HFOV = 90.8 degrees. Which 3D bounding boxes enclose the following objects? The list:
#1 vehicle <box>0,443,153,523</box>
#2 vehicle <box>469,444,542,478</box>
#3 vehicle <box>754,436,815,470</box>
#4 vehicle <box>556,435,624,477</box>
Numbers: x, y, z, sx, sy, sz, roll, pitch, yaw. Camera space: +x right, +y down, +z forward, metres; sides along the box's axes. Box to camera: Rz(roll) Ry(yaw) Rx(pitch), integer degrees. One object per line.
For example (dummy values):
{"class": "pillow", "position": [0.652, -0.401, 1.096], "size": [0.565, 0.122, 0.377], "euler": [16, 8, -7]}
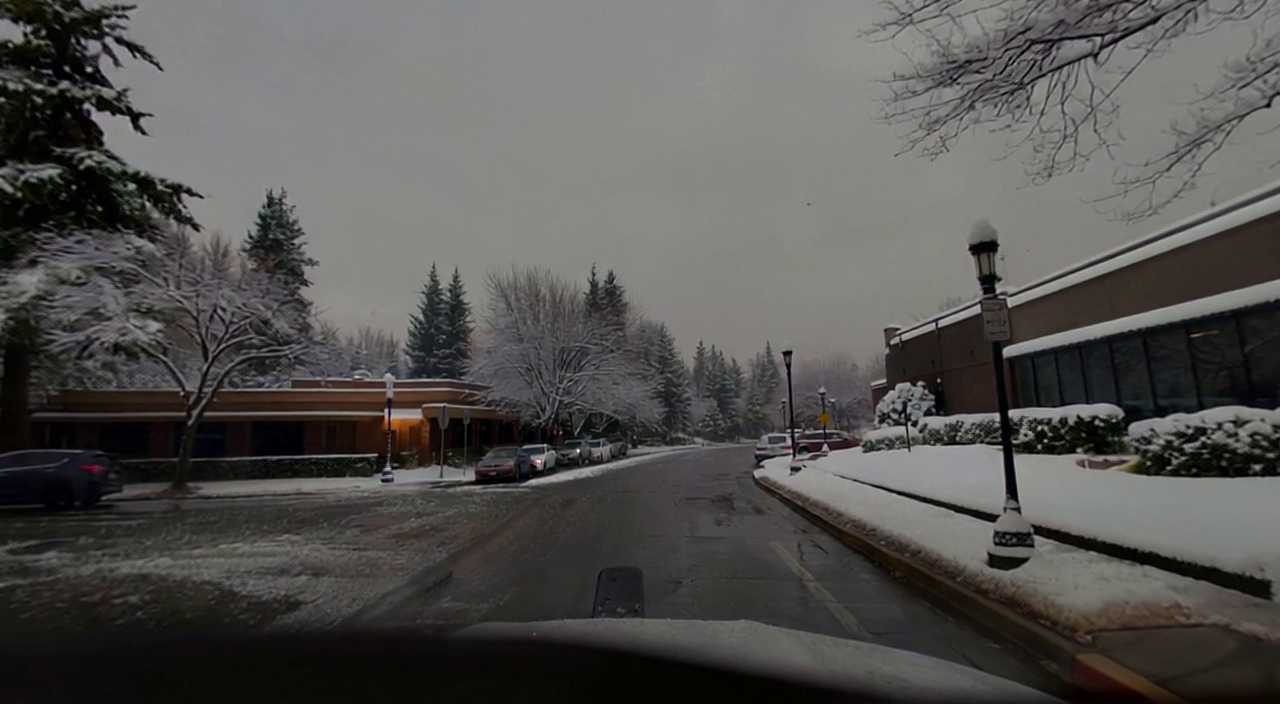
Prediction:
{"class": "vehicle", "position": [-13.832, 2.878, 14.166], "size": [4.106, 1.620, 2.065], "euler": [-1, -9, 2]}
{"class": "vehicle", "position": [-6.073, 4.968, 29.069], "size": [1.968, 1.443, 4.358], "euler": [-1, -9, 6]}
{"class": "vehicle", "position": [6.687, 4.714, 29.680], "size": [1.918, 1.461, 4.419], "euler": [-1, -8, 1]}
{"class": "vehicle", "position": [-2.059, 4.491, 27.398], "size": [2.110, 1.651, 4.410], "euler": [-1, -9, 7]}
